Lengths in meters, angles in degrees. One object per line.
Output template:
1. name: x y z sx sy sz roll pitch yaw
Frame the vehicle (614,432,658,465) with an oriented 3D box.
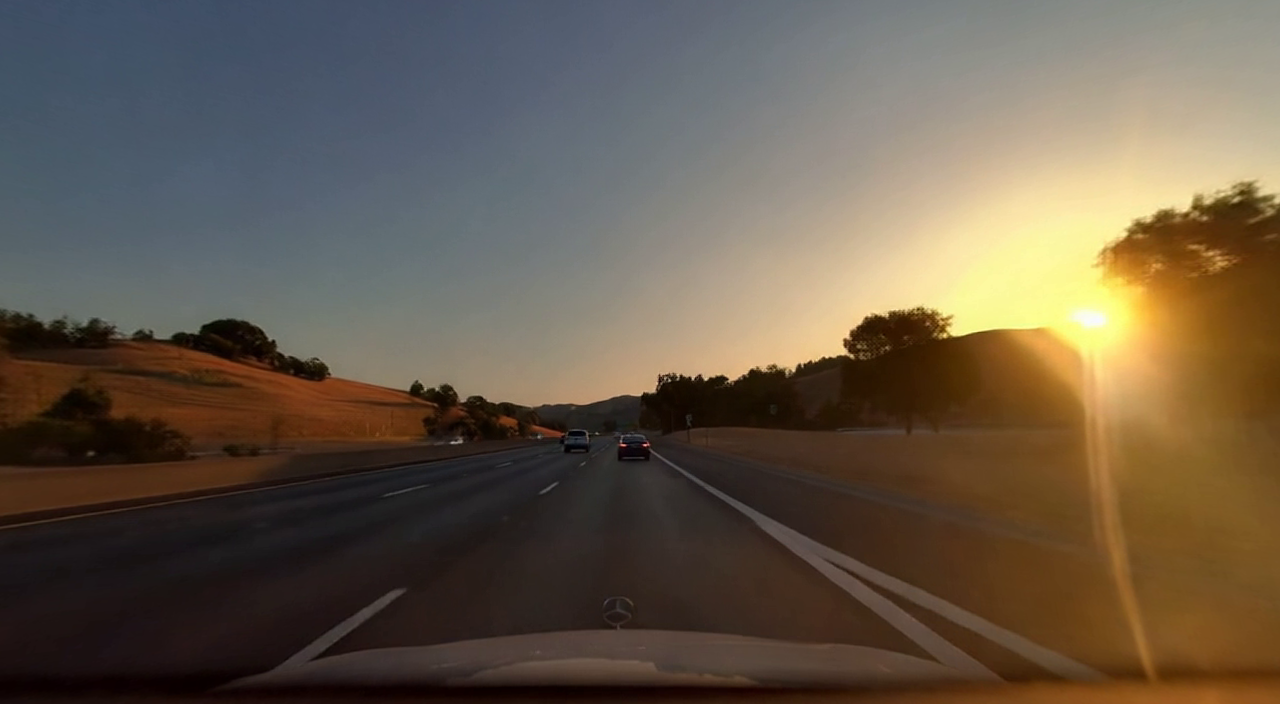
1. vehicle: -0.257 4.599 30.114 1.948 1.470 3.913 0 -8 -2

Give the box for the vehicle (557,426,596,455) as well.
1. vehicle: -4.368 6.191 43.998 2.251 1.938 4.708 0 -8 0
